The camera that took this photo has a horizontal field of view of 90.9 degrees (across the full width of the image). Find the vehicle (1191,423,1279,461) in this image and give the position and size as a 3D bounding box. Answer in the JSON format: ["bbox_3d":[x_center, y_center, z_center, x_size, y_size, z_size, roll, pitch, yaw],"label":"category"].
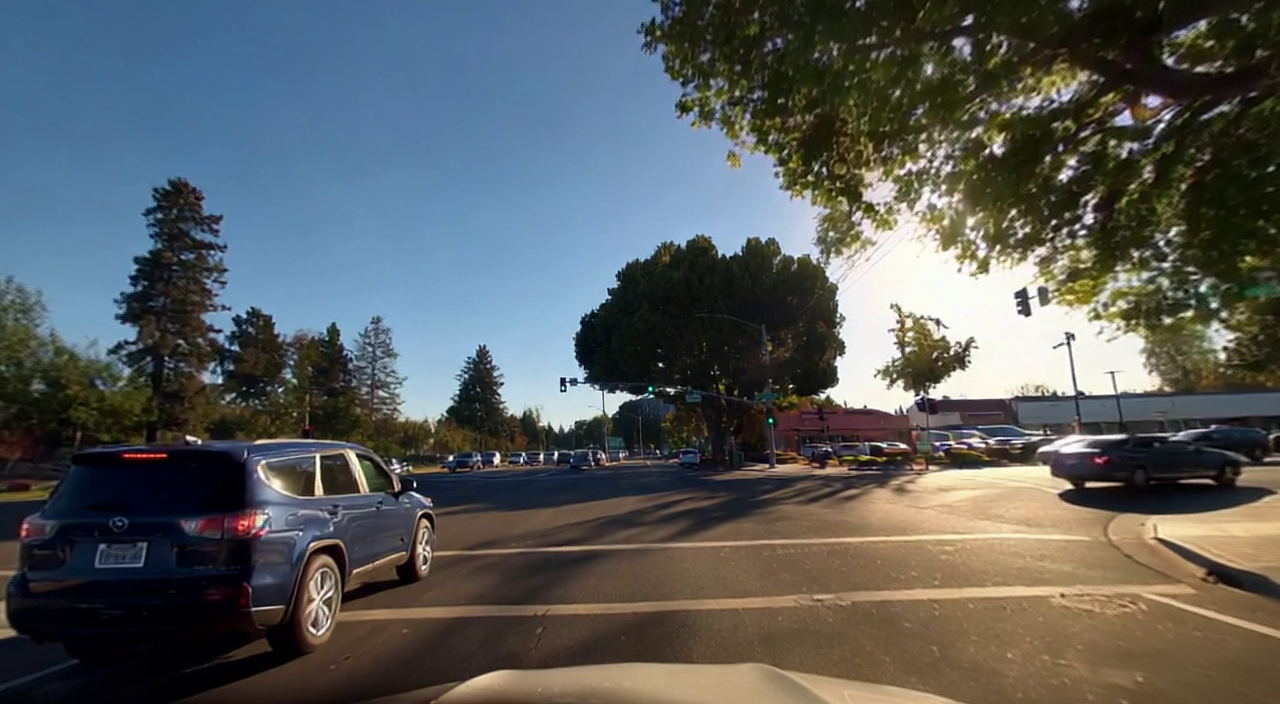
[{"bbox_3d":[26.809,3.889,27.228,4.240,1.540,1.944,1,-9,-5],"label":"vehicle"}]

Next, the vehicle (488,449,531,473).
[{"bbox_3d":[-9.758,8.171,47.432,1.905,1.724,4.449,-1,-9,5],"label":"vehicle"}]

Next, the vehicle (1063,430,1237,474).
[{"bbox_3d":[17.590,3.481,21.914,4.364,1.450,1.841,0,-9,2],"label":"vehicle"}]

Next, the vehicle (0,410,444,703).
[{"bbox_3d":[-2.893,1.177,3.592,1.924,1.482,4.734,0,-9,1],"label":"vehicle"}]

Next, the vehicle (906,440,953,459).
[{"bbox_3d":[22.393,7.509,48.611,1.930,1.410,4.313,-8,-12,43],"label":"vehicle"}]
